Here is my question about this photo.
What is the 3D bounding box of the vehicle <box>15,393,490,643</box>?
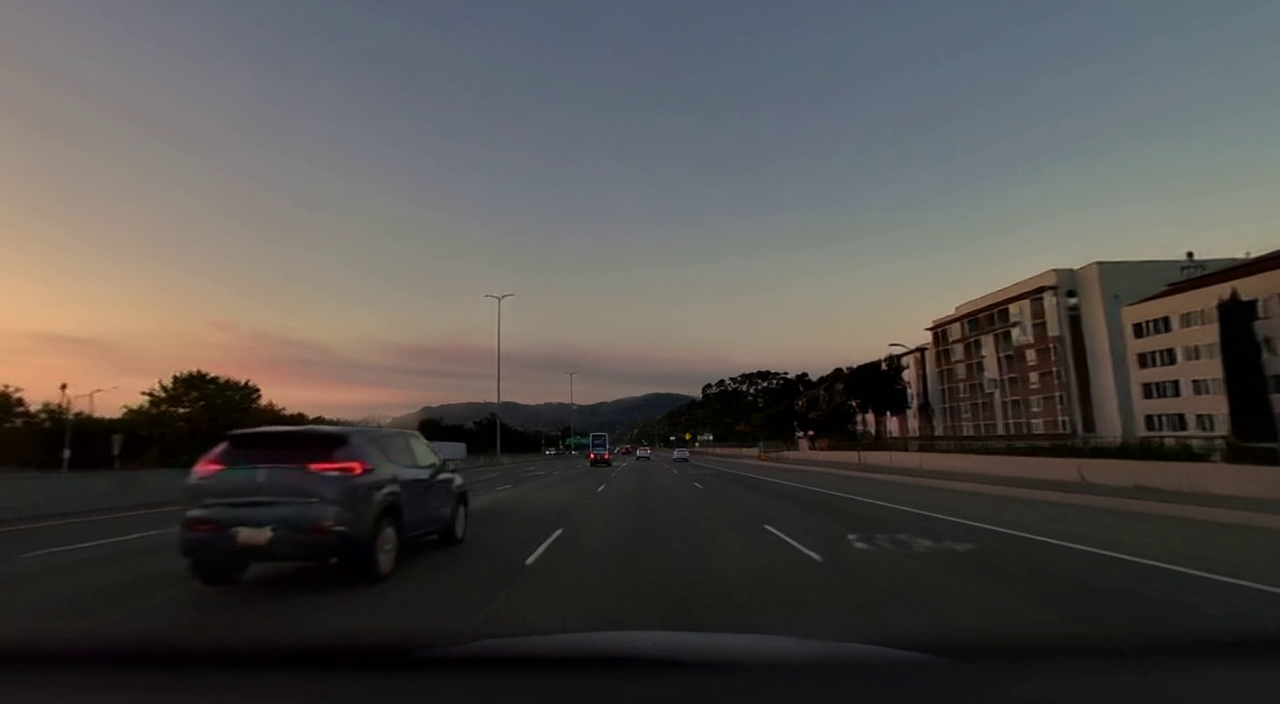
[{"bbox_3d":[-3.275,1.519,6.837,2.075,1.721,4.763,0,-9,1],"label":"vehicle"}]
